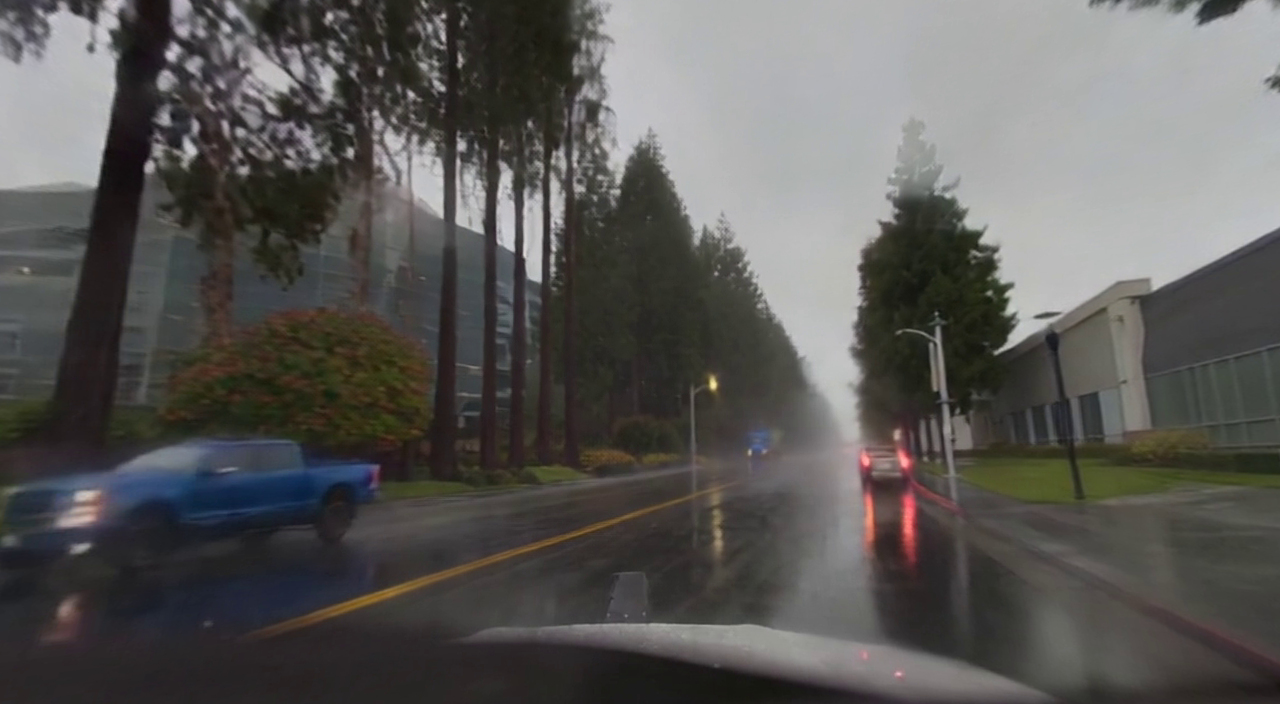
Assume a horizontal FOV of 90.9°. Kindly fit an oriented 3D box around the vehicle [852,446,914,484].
[{"bbox_3d":[10.557,4.902,27.665,2.098,1.509,4.389,-3,-9,16],"label":"vehicle"}]

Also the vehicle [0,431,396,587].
[{"bbox_3d":[-6.192,2.114,9.507,2.145,1.687,4.662,-3,-9,18],"label":"vehicle"}]
